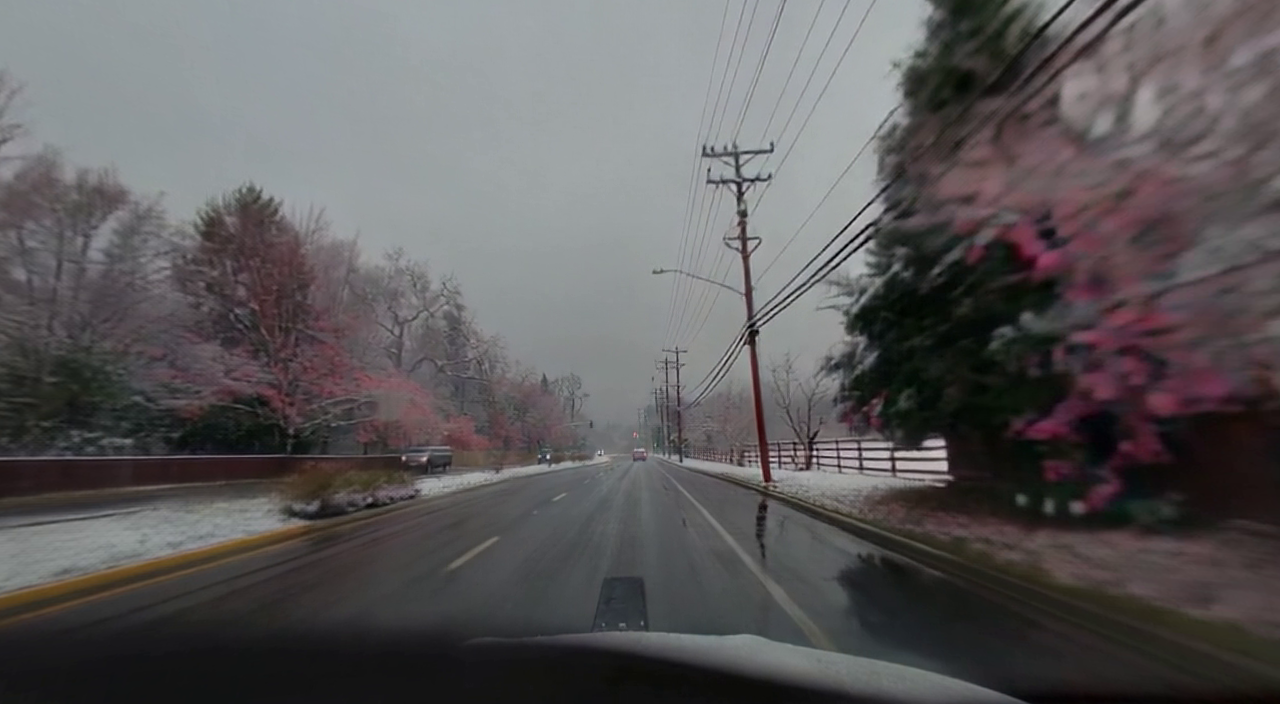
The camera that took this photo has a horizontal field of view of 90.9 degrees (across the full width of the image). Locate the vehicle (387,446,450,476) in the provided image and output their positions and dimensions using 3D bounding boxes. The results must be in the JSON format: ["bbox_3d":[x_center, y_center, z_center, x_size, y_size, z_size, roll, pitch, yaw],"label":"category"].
[{"bbox_3d":[-15.560,7.669,44.612,2.269,1.943,5.876,0,-8,0],"label":"vehicle"}]
